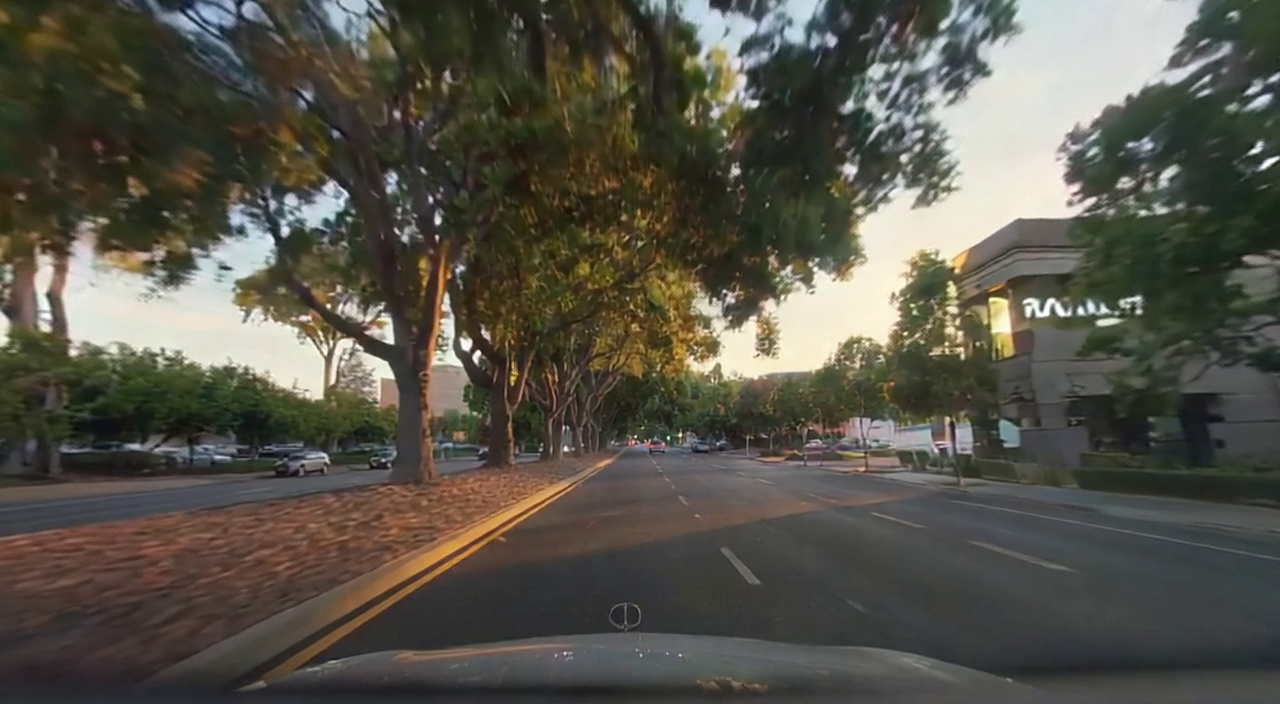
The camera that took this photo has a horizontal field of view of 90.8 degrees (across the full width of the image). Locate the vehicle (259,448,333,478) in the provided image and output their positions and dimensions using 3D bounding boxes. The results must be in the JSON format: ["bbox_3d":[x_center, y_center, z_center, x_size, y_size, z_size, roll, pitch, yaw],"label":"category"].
[{"bbox_3d":[-22.001,7.074,40.616,1.922,1.738,4.556,-1,-8,5],"label":"vehicle"}]
